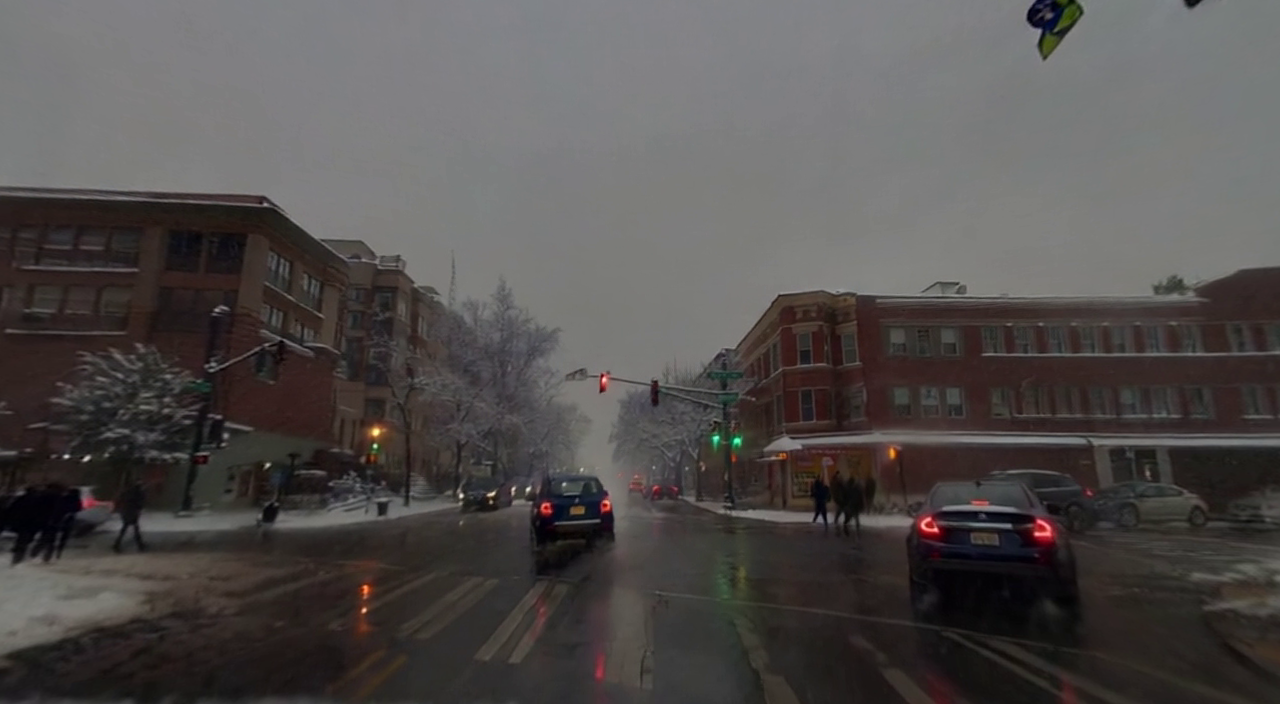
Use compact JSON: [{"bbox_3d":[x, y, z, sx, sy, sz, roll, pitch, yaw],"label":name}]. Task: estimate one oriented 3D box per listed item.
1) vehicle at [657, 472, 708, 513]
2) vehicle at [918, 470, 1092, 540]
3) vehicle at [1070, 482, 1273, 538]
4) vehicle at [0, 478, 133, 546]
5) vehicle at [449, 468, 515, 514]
[{"bbox_3d":[2.061,6.990,31.684,1.908,1.741,4.066,1,-8,-6],"label":"vehicle"},{"bbox_3d":[13.381,5.605,23.365,4.974,2.266,2.324,0,-8,-4],"label":"vehicle"},{"bbox_3d":[19.505,5.808,23.370,5.345,1.747,2.410,0,-8,-1],"label":"vehicle"},{"bbox_3d":[-20.743,5.445,21.681,4.750,2.083,2.002,0,-8,1],"label":"vehicle"},{"bbox_3d":[-7.766,6.856,31.482,2.226,1.896,4.438,0,-8,-1],"label":"vehicle"}]
